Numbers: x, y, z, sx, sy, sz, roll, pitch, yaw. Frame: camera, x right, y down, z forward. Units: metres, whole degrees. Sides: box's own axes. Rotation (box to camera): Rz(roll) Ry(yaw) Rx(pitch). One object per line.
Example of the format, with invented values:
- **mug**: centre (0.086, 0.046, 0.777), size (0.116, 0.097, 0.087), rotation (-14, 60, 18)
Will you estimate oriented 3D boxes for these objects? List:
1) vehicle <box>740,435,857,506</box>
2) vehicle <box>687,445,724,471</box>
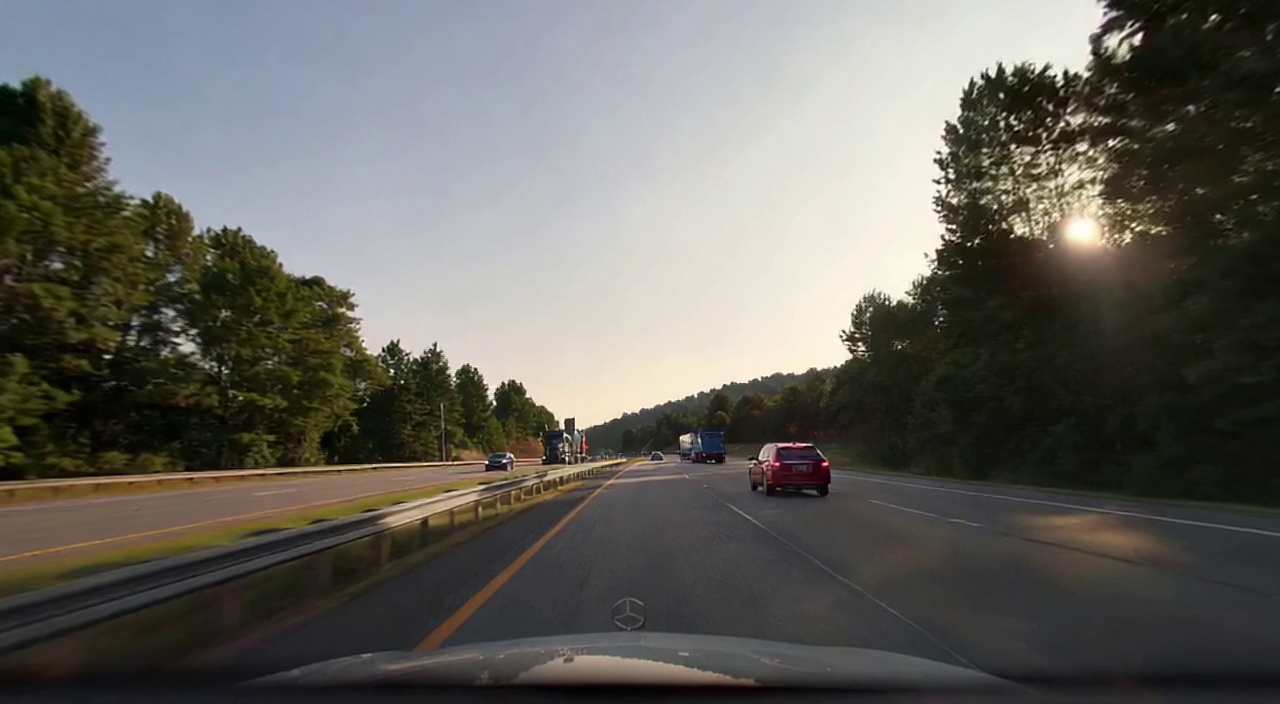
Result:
- **vehicle**: centre (3.999, 3.070, 16.699), size (2.005, 1.604, 4.002), rotation (0, -9, -1)
- **vehicle**: centre (4.401, 7.215, 42.964), size (2.022, 1.658, 4.132), rotation (0, -9, 0)
